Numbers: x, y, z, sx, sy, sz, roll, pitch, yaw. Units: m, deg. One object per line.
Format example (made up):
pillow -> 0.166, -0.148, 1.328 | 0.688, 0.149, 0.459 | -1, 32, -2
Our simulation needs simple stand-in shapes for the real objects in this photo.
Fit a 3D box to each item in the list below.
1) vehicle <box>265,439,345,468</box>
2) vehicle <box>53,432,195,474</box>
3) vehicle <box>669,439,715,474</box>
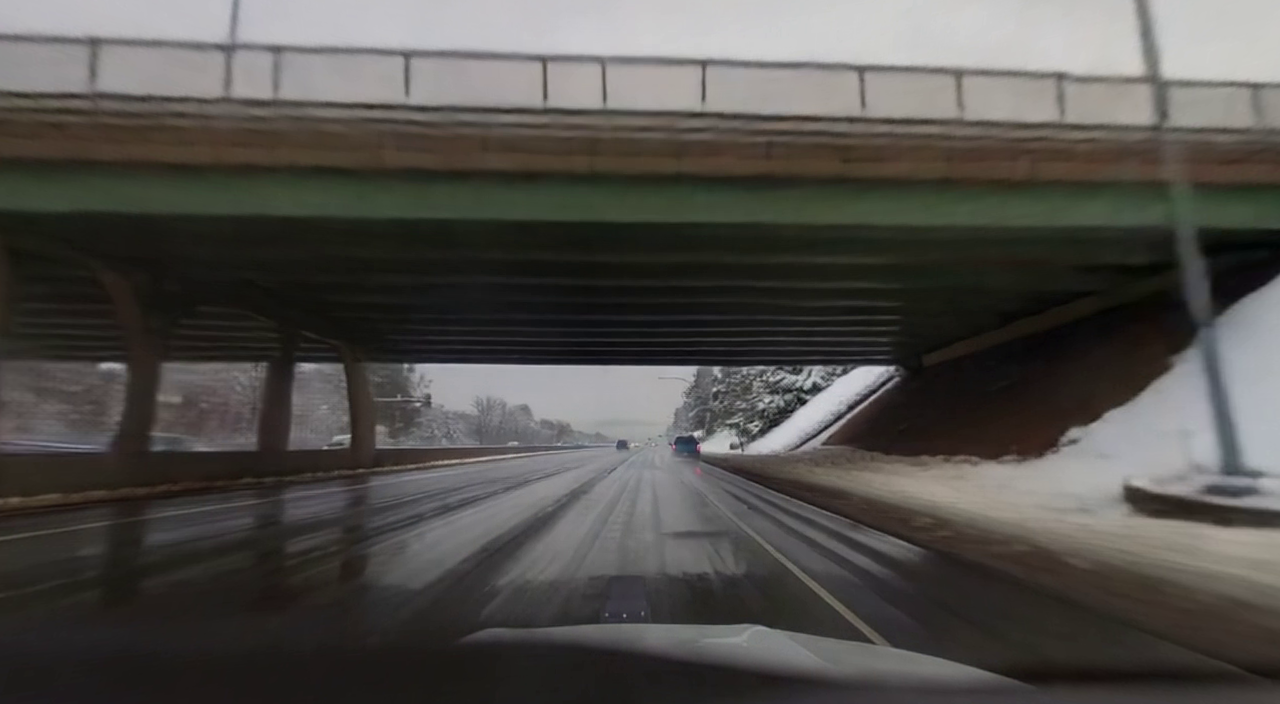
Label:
vehicle -> -20.105, 6.090, 38.114 | 2.048, 1.600, 4.946 | 0, -8, 1
vehicle -> -23.473, 4.612, 29.035 | 2.123, 1.721, 5.137 | 0, -8, 0
vehicle -> 2.632, 5.379, 32.751 | 2.010, 1.637, 4.940 | 0, -8, 1
